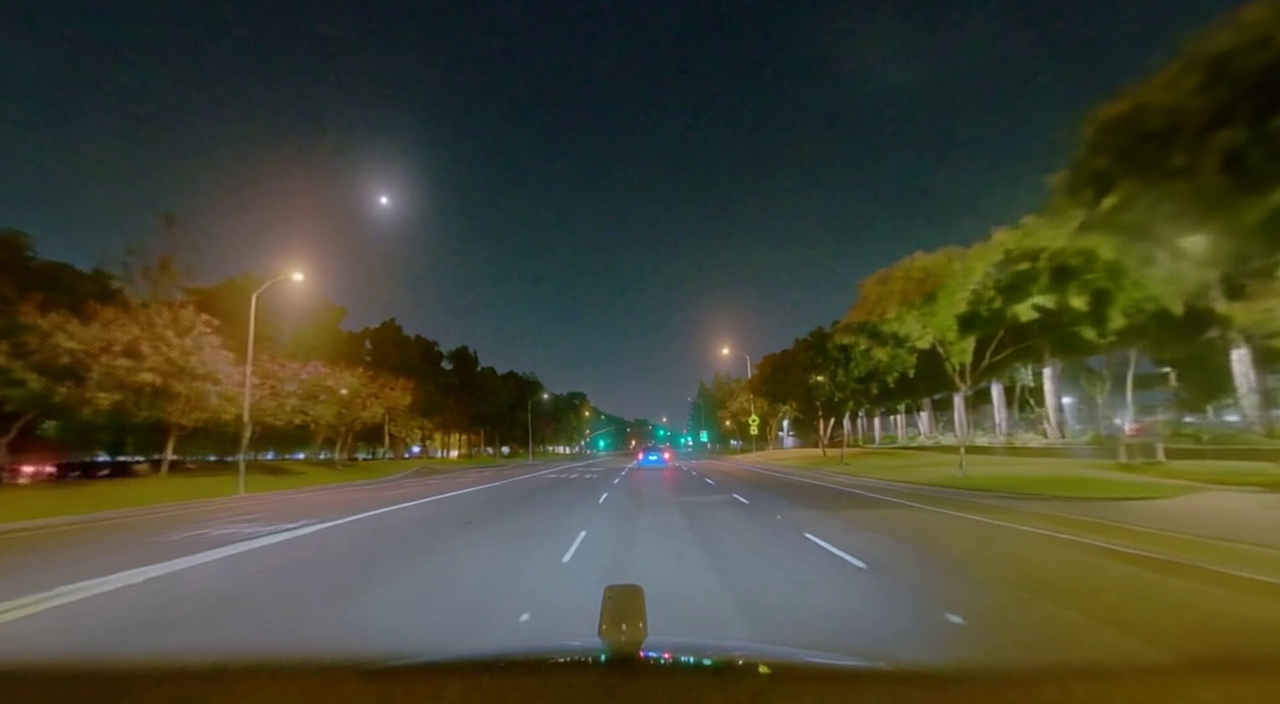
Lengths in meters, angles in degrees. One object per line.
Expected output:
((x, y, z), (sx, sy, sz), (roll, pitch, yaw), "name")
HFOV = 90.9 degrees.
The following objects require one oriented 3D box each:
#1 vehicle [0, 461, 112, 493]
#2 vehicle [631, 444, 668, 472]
((-30.117, 6.337, 32.146), (4.617, 1.450, 1.968), (-1, -8, 1), "vehicle")
((0.509, 6.087, 36.570), (1.978, 1.499, 3.915), (-1, -8, 0), "vehicle")
